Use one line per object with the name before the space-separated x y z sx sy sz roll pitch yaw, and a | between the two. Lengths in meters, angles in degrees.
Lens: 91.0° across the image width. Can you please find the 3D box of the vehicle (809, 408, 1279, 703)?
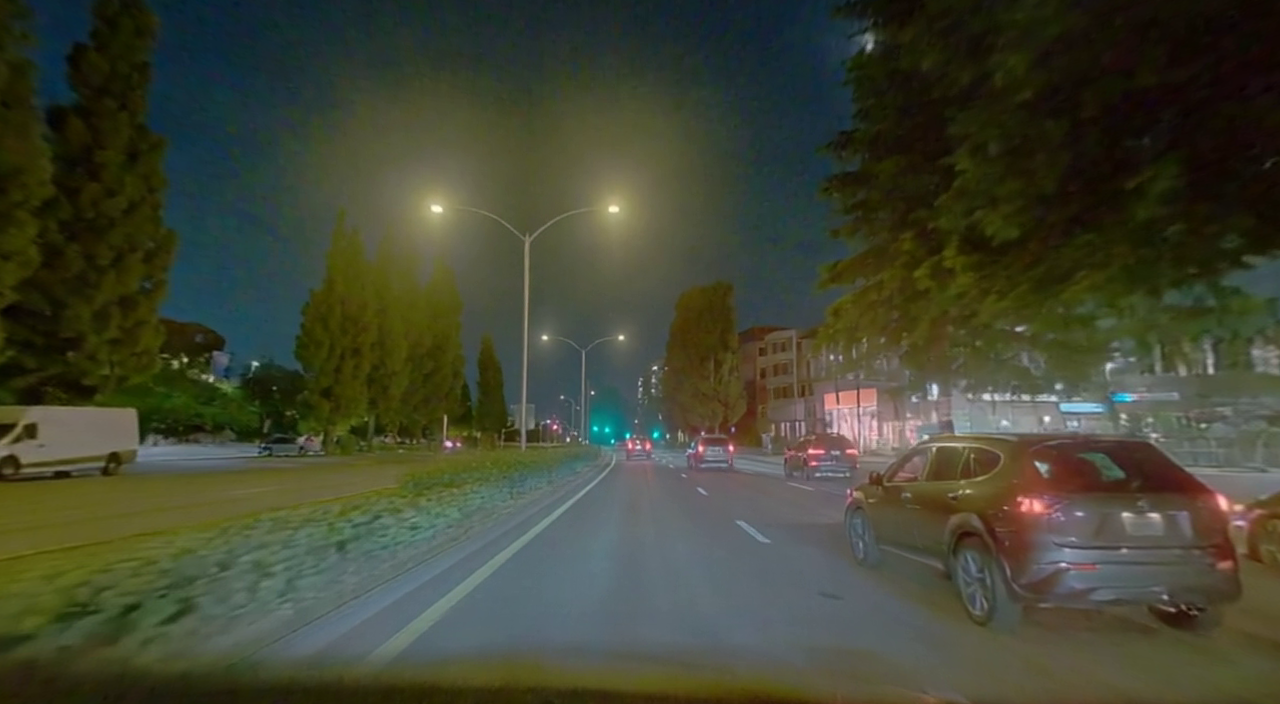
vehicle | 2.897 1.285 4.897 1.883 1.452 4.258 0 -8 -1

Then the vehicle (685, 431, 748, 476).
vehicle | 3.163 4.289 26.799 2.000 1.745 4.206 1 -8 -2

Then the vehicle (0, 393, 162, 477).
vehicle | -25.679 3.395 26.258 8.344 3.233 3.218 3 -7 -10

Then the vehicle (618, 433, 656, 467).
vehicle | -0.228 5.573 35.961 2.051 1.798 4.168 0 -8 -2

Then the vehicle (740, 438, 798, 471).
vehicle | 6.675 5.341 33.106 1.954 1.606 4.423 1 -8 -2
